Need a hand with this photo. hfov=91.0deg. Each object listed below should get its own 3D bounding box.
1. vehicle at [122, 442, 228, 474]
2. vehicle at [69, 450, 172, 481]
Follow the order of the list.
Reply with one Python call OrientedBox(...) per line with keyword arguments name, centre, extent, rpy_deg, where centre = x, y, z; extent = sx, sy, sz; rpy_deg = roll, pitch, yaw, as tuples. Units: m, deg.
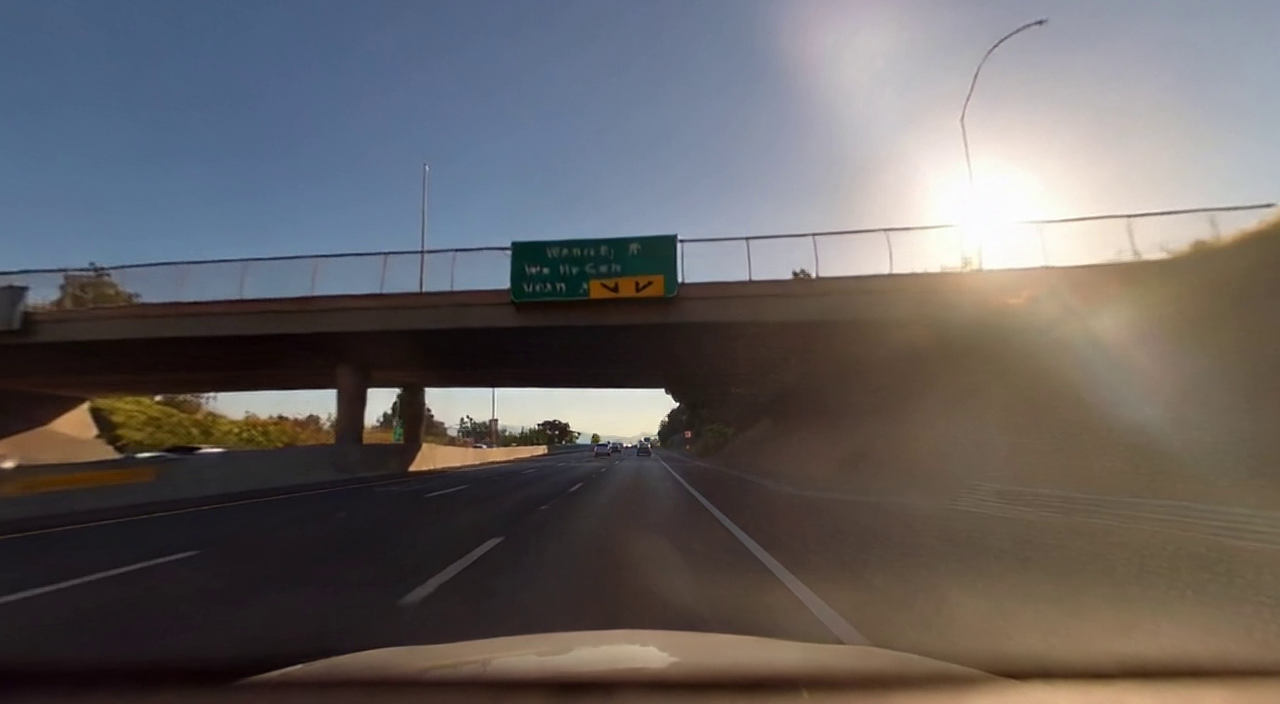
OrientedBox(name="vehicle", centre=(-24.687, 5.631, 33.661), extent=(2.126, 1.588, 4.557), rpy_deg=(0, -8, 1))
OrientedBox(name="vehicle", centre=(-28.517, 6.220, 34.793), extent=(1.871, 1.514, 4.413), rpy_deg=(0, -9, 0))
